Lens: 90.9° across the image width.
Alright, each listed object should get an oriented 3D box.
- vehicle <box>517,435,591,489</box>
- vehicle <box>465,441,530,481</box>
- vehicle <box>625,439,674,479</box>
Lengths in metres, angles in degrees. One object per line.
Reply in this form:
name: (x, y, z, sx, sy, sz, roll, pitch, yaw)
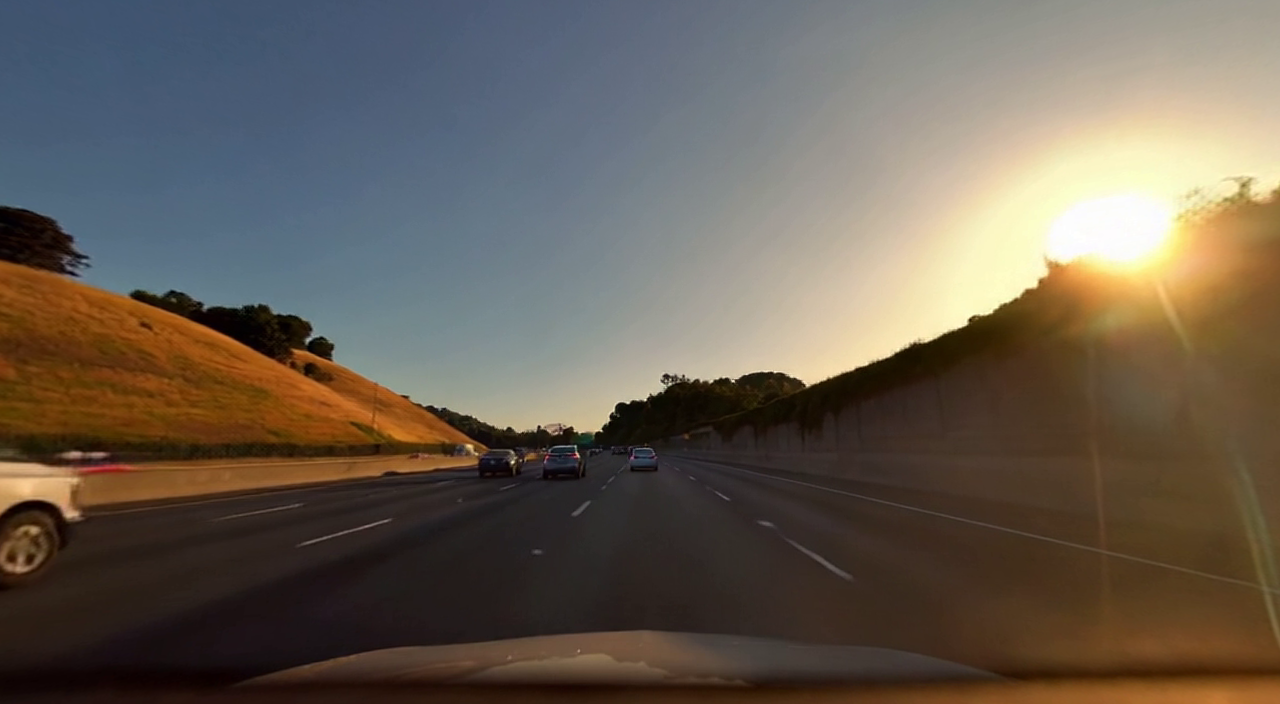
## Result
vehicle: (-3.125, 4.126, 23.965, 2.093, 1.820, 4.506, 0, -9, 1)
vehicle: (-6.697, 5.178, 30.130, 2.059, 1.745, 4.239, 0, -9, 1)
vehicle: (0.416, 5.241, 31.076, 2.233, 1.804, 4.273, 0, -9, 0)
